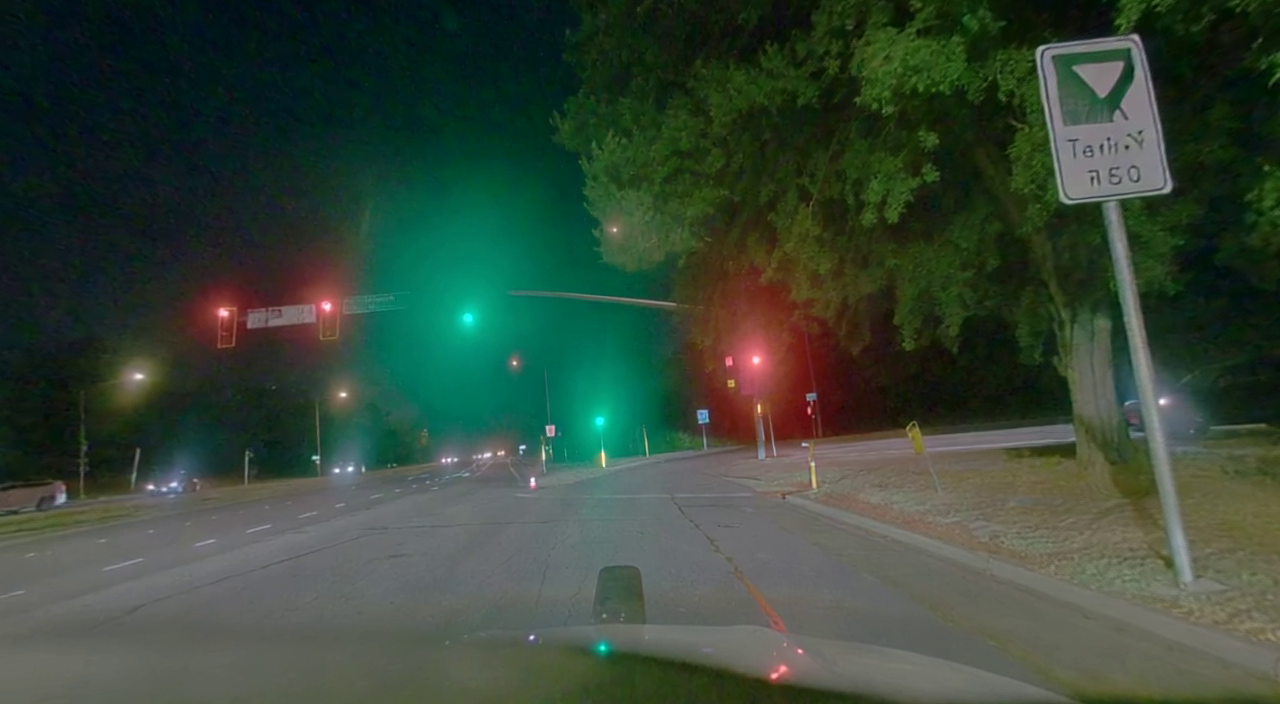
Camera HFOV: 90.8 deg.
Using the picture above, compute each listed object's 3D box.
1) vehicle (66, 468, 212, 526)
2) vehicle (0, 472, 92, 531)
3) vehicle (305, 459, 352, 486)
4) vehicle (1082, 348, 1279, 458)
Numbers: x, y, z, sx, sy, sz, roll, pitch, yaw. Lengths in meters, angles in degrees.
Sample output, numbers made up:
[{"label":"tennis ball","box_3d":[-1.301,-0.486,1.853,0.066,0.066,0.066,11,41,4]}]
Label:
[{"label":"vehicle","box_3d":[-17.408,4.997,22.297,2.078,1.486,4.629,-3,-8,-11]},{"label":"vehicle","box_3d":[-22.643,5.499,23.087,2.084,1.775,4.176,-5,-7,-11]},{"label":"vehicle","box_3d":[-21.681,8.394,44.107,1.986,1.492,4.332,-3,-8,-13]},{"label":"vehicle","box_3d":[10.649,1.067,11.784,1.855,1.669,4.529,-3,-9,6]}]
